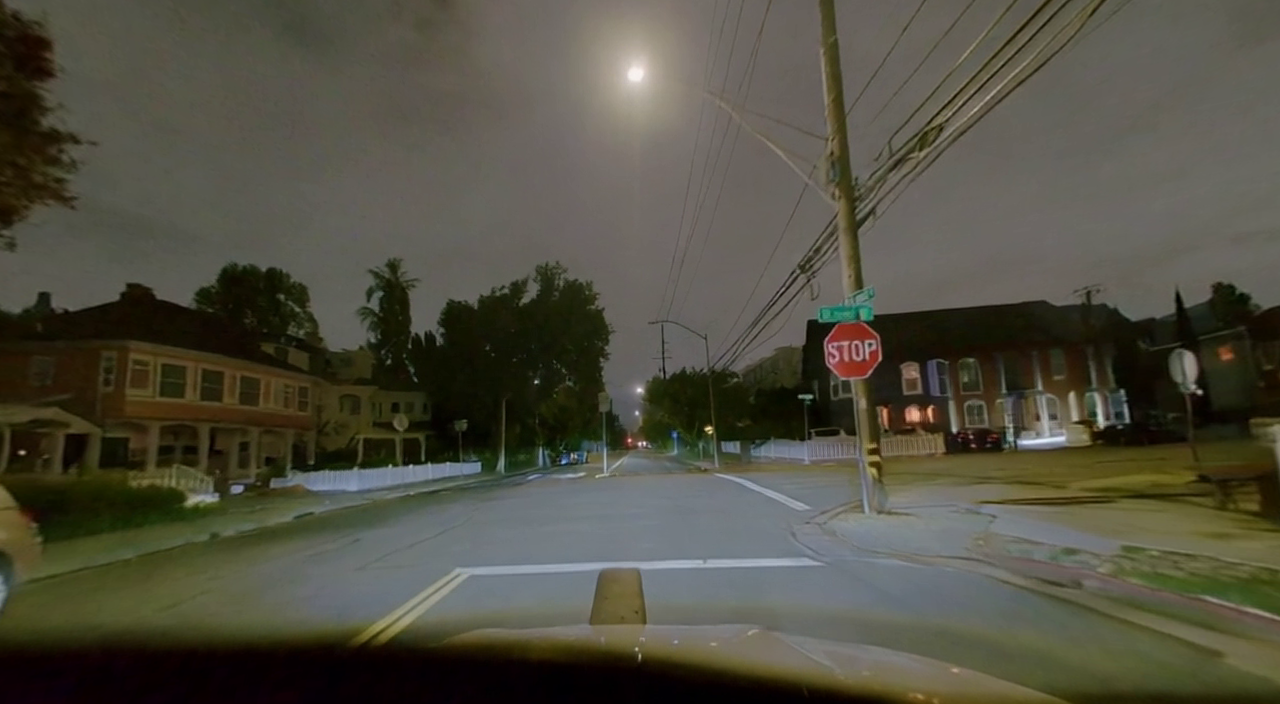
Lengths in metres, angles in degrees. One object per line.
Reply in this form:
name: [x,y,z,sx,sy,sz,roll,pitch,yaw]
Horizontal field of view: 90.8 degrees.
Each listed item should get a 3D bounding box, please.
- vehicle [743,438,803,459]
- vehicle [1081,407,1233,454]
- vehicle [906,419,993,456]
vehicle: [9.922,7.215,47.323,4.019,1.533,1.769,0,-8,0]
vehicle: [21.130,3.245,25.972,4.466,1.769,2.033,1,-8,-1]
vehicle: [15.545,4.351,31.992,2.025,1.689,4.342,0,-8,-2]
